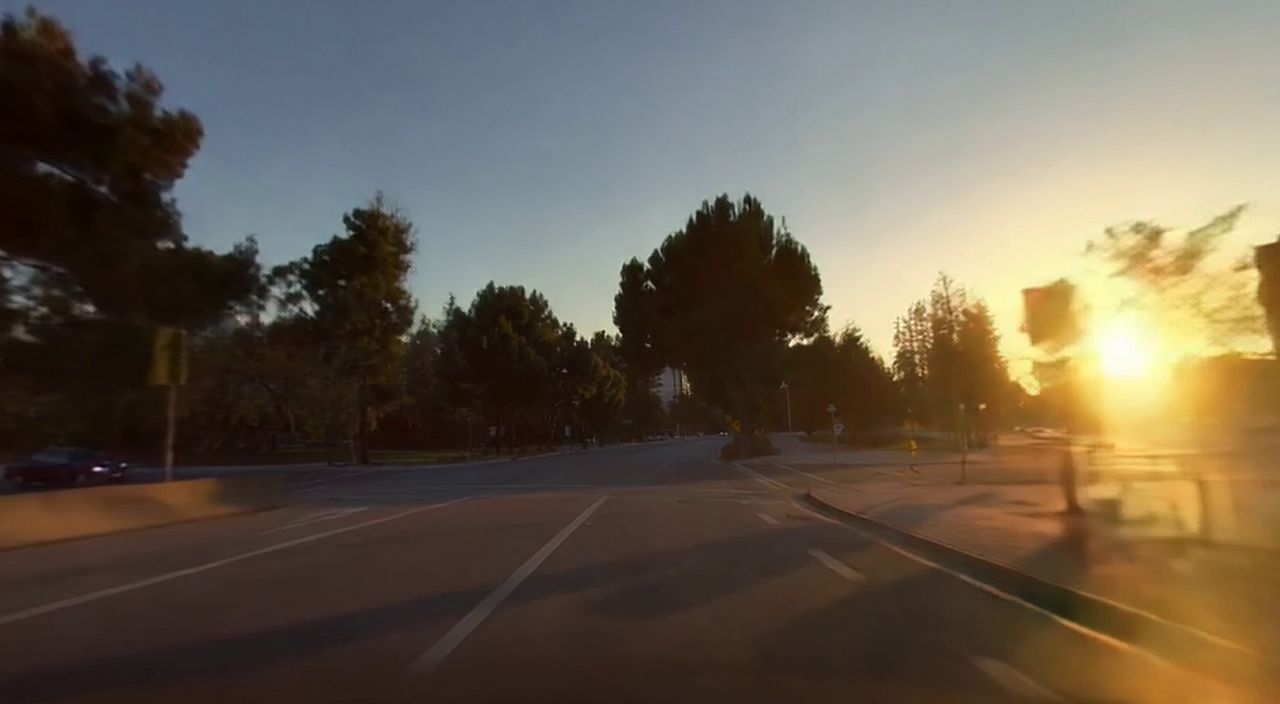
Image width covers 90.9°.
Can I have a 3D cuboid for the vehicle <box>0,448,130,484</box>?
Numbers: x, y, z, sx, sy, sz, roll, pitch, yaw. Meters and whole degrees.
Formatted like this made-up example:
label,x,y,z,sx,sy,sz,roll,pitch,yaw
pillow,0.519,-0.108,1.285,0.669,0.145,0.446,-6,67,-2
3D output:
label,x,y,z,sx,sy,sz,roll,pitch,yaw
vehicle,-25.629,4.964,27.668,4.935,1.476,2.141,-1,-8,8
